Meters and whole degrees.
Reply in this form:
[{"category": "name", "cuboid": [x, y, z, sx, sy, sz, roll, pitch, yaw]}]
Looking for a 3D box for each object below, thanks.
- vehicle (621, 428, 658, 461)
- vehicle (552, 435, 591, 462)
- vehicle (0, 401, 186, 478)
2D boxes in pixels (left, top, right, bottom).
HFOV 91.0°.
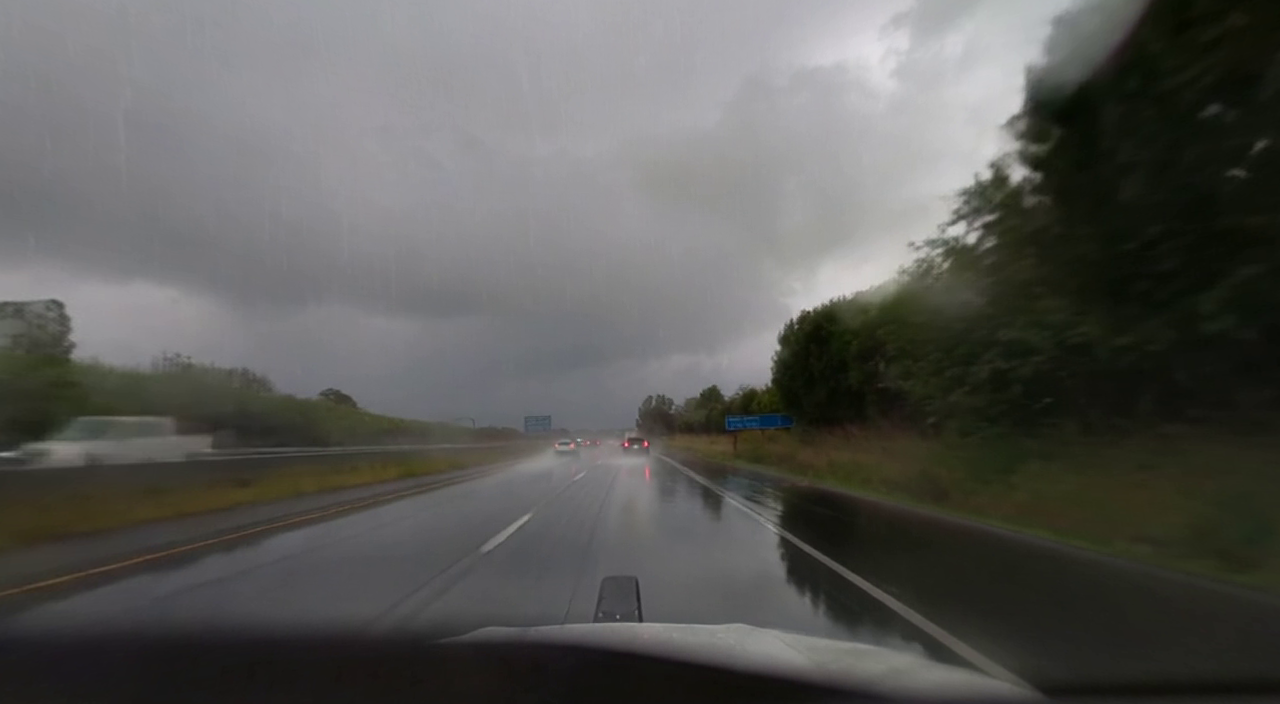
[{"category": "vehicle", "cuboid": [-0.111, 5.843, 39.930, 2.223, 1.957, 4.416, 0, -8, -2]}, {"category": "vehicle", "cuboid": [-4.251, 6.079, 39.752, 2.062, 1.567, 4.117, 0, -8, -1]}, {"category": "vehicle", "cuboid": [-16.966, 2.688, 19.444, 2.246, 2.061, 4.905, 0, -8, -1]}]
